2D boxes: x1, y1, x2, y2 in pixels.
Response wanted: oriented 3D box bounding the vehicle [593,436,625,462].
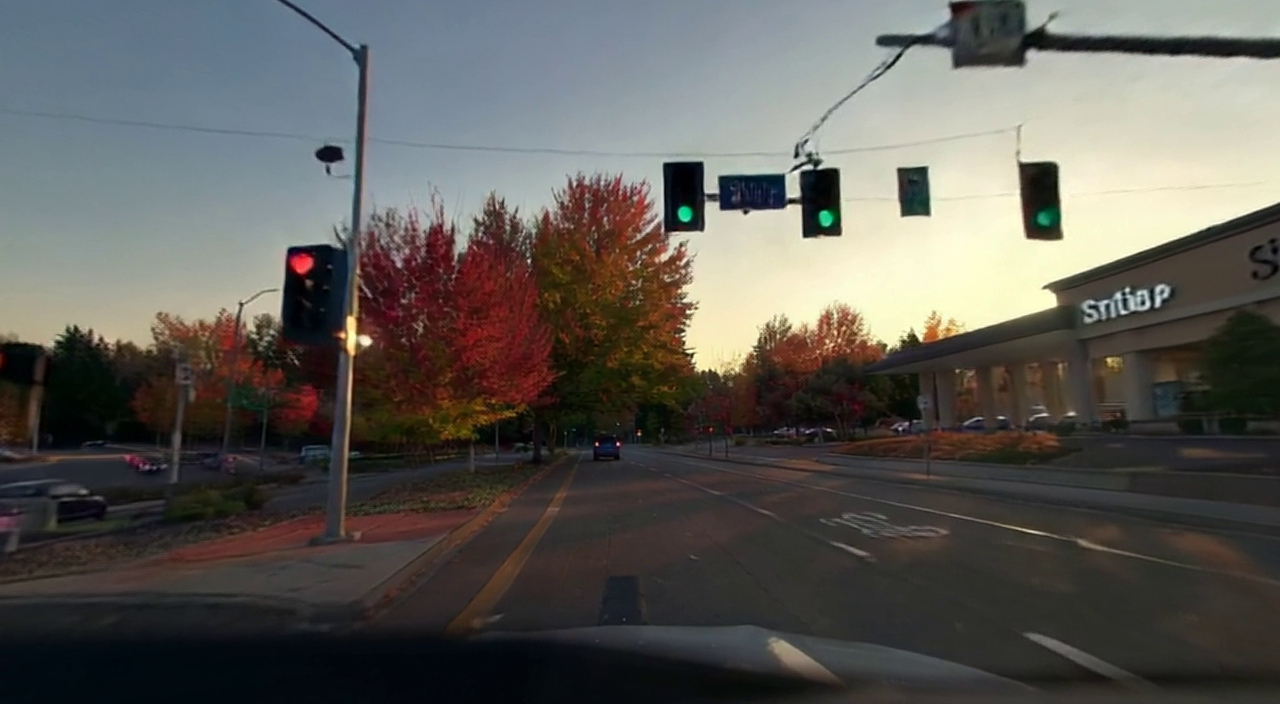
[{"bbox_3d":[-2.345,7.195,46.956,2.146,1.814,5.110,1,-8,-5],"label":"vehicle"}]
